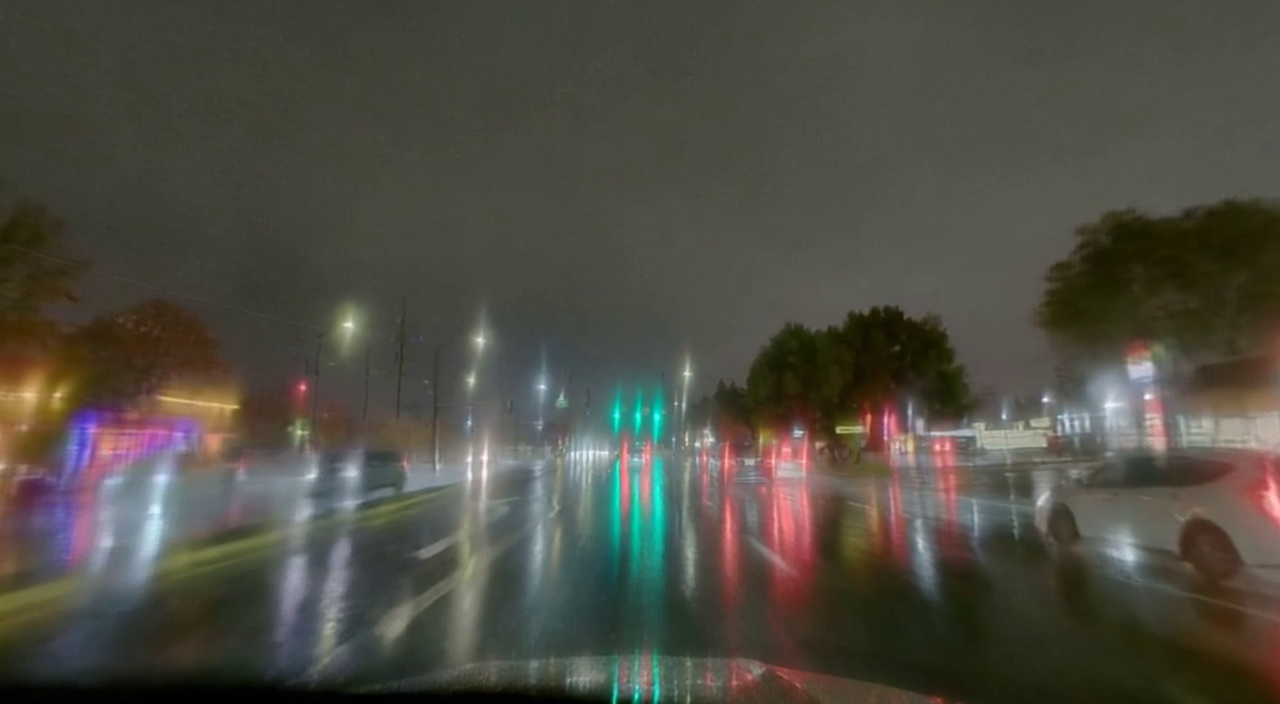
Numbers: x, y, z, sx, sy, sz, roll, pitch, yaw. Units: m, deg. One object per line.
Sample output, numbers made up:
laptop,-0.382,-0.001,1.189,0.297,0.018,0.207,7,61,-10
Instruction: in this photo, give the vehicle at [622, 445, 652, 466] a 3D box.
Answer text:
vehicle,-0.212,7.520,46.007,2.052,1.461,4.324,0,-8,0

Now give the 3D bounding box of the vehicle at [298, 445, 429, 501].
vehicle,-8.262,3.616,19.415,2.039,1.487,4.437,0,-8,0

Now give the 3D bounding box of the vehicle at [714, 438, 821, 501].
vehicle,3.469,3.288,18.168,2.072,1.545,4.578,0,-8,-1

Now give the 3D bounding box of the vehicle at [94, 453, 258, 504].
vehicle,-15.885,4.316,22.043,2.096,1.512,4.755,0,-8,1

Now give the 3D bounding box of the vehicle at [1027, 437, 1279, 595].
vehicle,6.887,1.724,7.269,1.952,1.449,4.544,0,-8,0
